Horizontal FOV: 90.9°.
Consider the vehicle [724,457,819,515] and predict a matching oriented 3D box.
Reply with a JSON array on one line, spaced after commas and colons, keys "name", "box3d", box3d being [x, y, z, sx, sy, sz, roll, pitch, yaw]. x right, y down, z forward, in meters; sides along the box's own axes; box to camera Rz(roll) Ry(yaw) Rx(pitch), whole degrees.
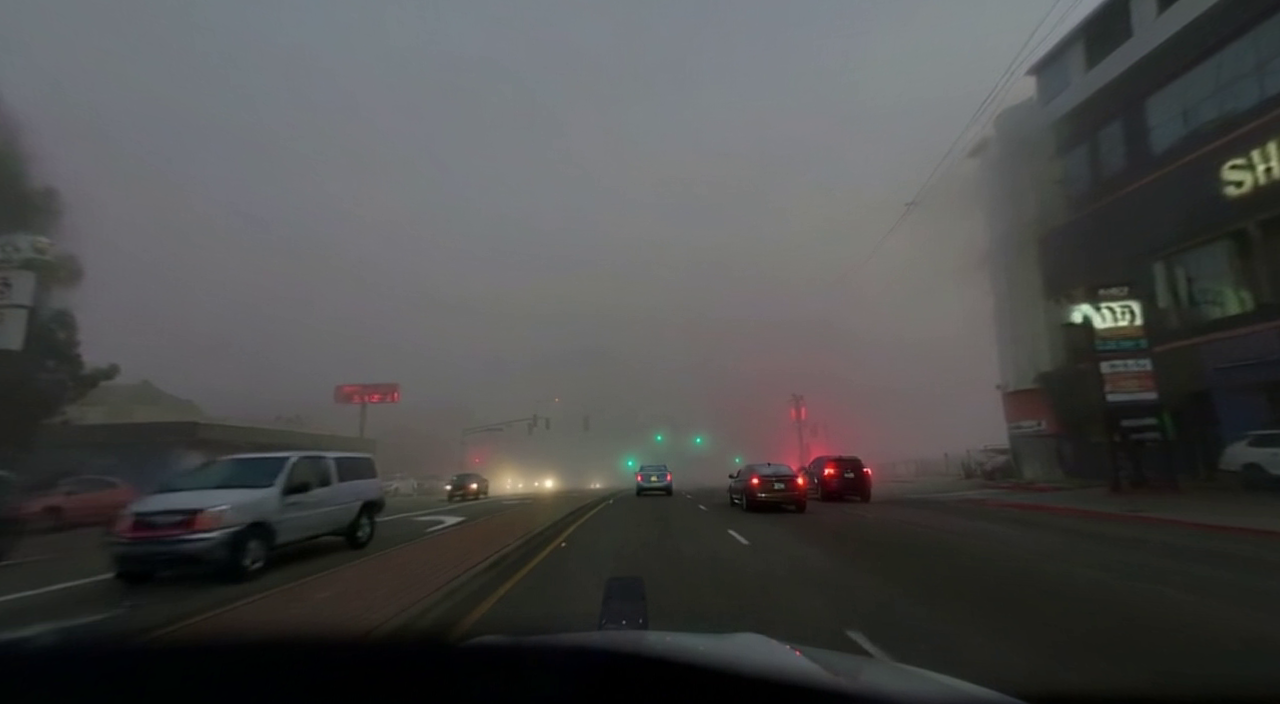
[{"name": "vehicle", "box3d": [3.890, 4.047, 19.531, 1.963, 1.484, 4.609, -1, -9, 0]}]

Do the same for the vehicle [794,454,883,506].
[{"name": "vehicle", "box3d": [7.514, 4.855, 24.403, 2.040, 1.738, 4.414, -1, -9, 1]}]

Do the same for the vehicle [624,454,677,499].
[{"name": "vehicle", "box3d": [0.504, 5.677, 29.150, 2.210, 1.861, 4.280, -1, -9, 2]}]

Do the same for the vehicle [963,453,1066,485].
[{"name": "vehicle", "box3d": [22.318, 6.982, 37.738, 4.718, 1.628, 2.008, -3, -9, 5]}]

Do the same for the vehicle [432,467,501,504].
[{"name": "vehicle", "box3d": [-8.340, 6.449, 30.787, 1.906, 1.519, 4.797, -1, -9, 2]}]

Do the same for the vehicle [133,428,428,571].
[{"name": "vehicle", "box3d": [-5.264, 2.218, 10.183, 2.180, 1.646, 4.467, -3, -9, -1]}]
